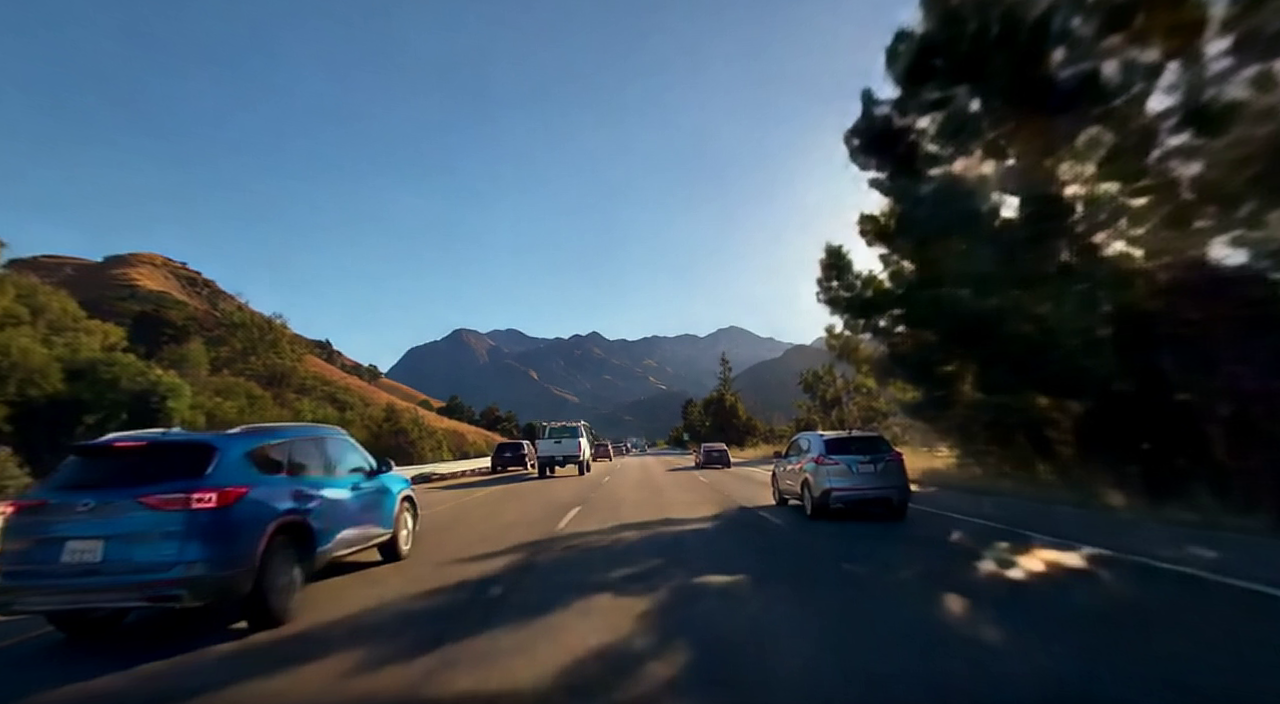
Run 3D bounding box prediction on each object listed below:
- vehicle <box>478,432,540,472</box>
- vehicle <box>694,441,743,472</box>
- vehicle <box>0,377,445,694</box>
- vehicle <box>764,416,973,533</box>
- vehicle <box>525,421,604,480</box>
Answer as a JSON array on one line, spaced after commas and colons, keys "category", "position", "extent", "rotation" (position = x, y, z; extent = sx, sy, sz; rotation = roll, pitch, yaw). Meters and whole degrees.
[{"category": "vehicle", "position": [-6.789, 5.258, 33.196], "extent": [2.149, 1.922, 4.976], "rotation": [0, -8, 0]}, {"category": "vehicle", "position": [4.251, 5.729, 34.889], "extent": [2.071, 1.570, 4.637], "rotation": [0, -8, -1]}, {"category": "vehicle", "position": [-3.487, 1.303, 5.607], "extent": [2.080, 1.716, 4.207], "rotation": [0, -8, 1]}, {"category": "vehicle", "position": [3.796, 2.134, 11.573], "extent": [2.066, 1.696, 4.604], "rotation": [0, -8, -1]}, {"category": "vehicle", "position": [-2.915, 4.025, 25.928], "extent": [2.494, 2.136, 5.539], "rotation": [0, -8, 1]}]
